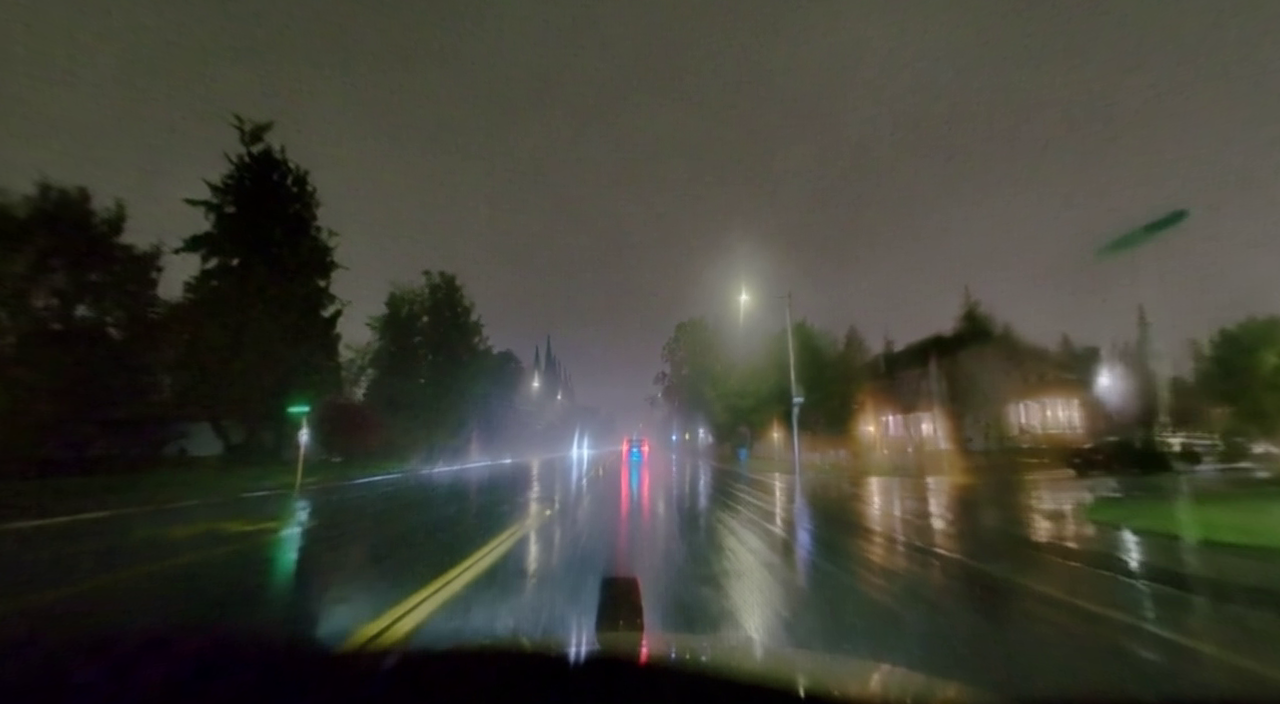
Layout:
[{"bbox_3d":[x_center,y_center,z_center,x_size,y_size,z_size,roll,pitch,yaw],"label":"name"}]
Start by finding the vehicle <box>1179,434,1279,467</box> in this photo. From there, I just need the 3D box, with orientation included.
[{"bbox_3d":[28.617,4.676,30.058,4.359,1.479,1.890,1,-8,-7],"label":"vehicle"}]

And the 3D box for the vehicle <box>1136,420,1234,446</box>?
[{"bbox_3d":[37.002,5.556,43.075,2.008,1.662,4.767,1,-8,-8],"label":"vehicle"}]

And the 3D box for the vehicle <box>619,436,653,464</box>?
[{"bbox_3d":[-0.286,6.664,43.145,2.230,1.827,4.298,0,-8,-1],"label":"vehicle"}]

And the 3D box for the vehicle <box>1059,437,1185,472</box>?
[{"bbox_3d":[22.178,4.719,29.149,4.218,1.505,2.169,1,-8,-8],"label":"vehicle"}]
